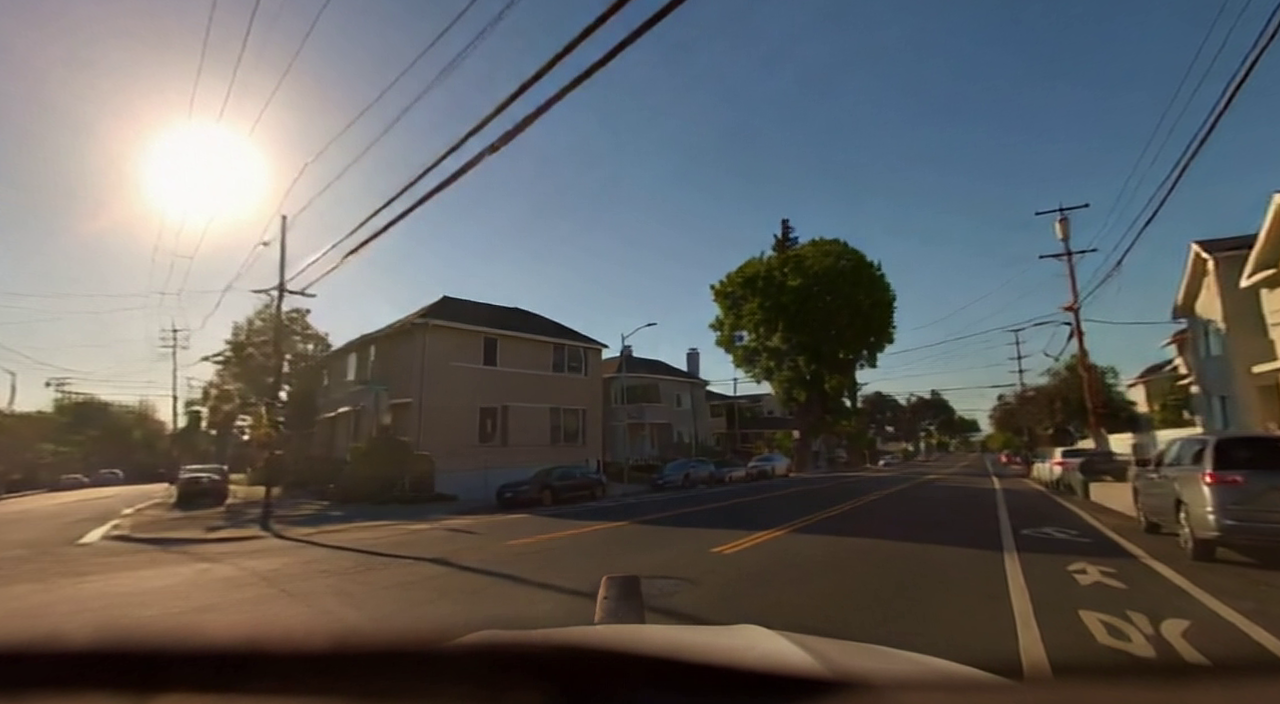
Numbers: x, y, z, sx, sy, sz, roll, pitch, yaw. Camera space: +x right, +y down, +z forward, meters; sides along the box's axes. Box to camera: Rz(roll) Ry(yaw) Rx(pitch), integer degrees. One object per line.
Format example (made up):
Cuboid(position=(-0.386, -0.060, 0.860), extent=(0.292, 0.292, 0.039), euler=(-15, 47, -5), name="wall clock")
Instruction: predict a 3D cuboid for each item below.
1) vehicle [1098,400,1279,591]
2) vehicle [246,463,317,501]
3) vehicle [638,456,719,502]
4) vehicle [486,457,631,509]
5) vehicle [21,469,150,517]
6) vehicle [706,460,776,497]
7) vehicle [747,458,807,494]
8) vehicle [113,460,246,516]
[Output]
Cuboid(position=(8.089, 1.768, 8.569), extent=(2.199, 1.885, 5.461), euler=(-5, -10, 28), name="vehicle")
Cuboid(position=(-18.157, 6.570, 32.204), extent=(1.989, 1.683, 3.918), euler=(2, -9, -13), name="vehicle")
Cuboid(position=(1.867, 5.734, 28.930), extent=(1.937, 1.837, 4.414), euler=(-5, -10, 29), name="vehicle")
Cuboid(position=(-2.593, 4.458, 21.430), extent=(2.136, 1.431, 5.197), euler=(-10, -15, 29), name="vehicle")
Cuboid(position=(-26.132, 6.625, 30.090), extent=(2.287, 1.830, 5.343), euler=(2, -9, -14), name="vehicle")
Cuboid(position=(5.873, 7.135, 36.103), extent=(2.089, 1.837, 5.499), euler=(-5, -10, 29), name="vehicle")
Cuboid(position=(9.015, 8.008, 41.222), extent=(2.282, 2.060, 5.738), euler=(-5, -10, 27), name="vehicle")
Cuboid(position=(-15.458, 4.535, 21.554), extent=(1.981, 1.579, 4.446), euler=(2, -9, -13), name="vehicle")
